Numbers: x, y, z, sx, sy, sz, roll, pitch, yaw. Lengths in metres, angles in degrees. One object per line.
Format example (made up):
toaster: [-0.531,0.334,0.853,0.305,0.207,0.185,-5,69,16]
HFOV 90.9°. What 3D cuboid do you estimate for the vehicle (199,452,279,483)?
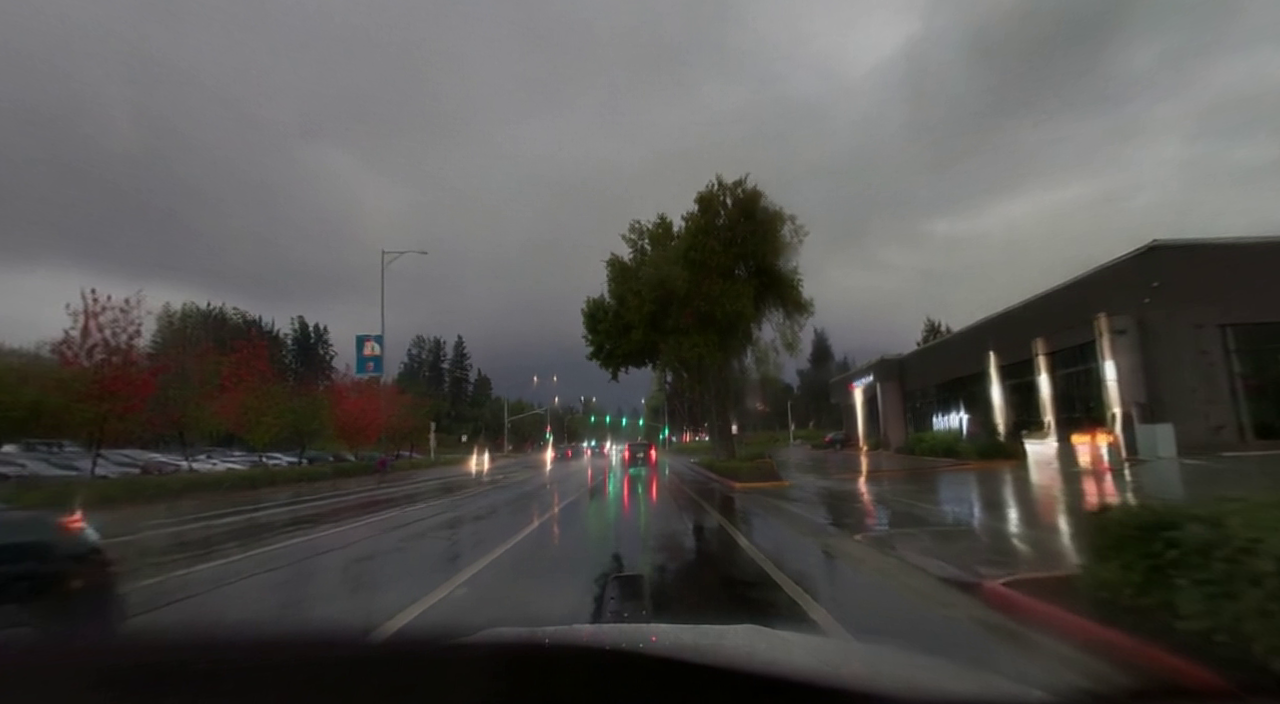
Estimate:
vehicle: [-24.514,7.044,38.741,1.791,1.724,4.432,0,-9,2]

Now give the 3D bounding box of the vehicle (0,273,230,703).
vehicle: [-3.716,0.476,0.999,2.358,1.990,5.447,0,-8,1]

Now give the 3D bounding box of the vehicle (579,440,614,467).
vehicle: [-3.135,7.440,46.408,2.064,1.859,5.154,0,-8,2]

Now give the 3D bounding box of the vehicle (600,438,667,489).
vehicle: [-0.187,3.849,22.099,2.108,1.612,4.246,0,-8,1]
